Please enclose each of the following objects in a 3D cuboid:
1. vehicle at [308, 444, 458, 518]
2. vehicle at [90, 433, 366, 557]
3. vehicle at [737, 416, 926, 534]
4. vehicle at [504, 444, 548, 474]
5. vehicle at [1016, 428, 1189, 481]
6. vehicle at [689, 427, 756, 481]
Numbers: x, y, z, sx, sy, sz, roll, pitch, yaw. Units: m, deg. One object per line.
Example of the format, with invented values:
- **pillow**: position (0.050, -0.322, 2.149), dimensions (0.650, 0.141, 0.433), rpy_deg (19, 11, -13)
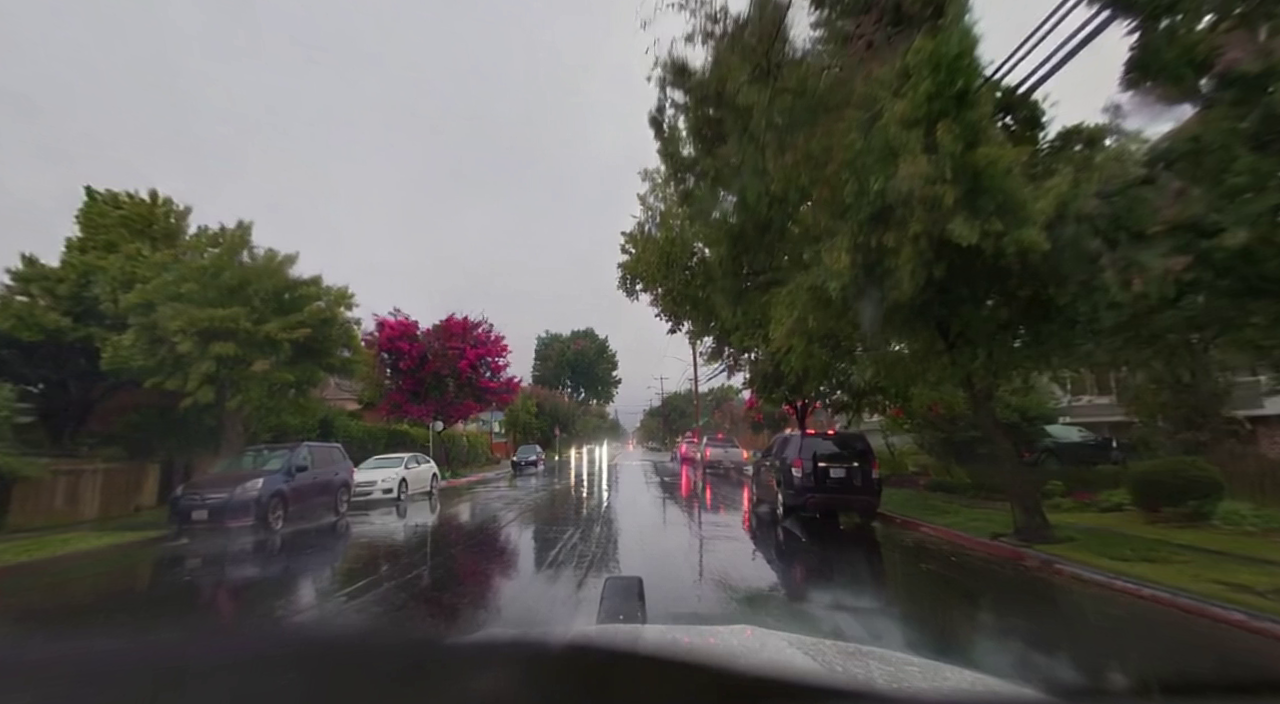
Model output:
- **vehicle**: position (-6.762, 3.456, 17.208), dimensions (2.086, 1.516, 4.568), rpy_deg (-6, -11, 1)
- **vehicle**: position (-7.160, 2.489, 11.797), dimensions (2.058, 1.814, 4.624), rpy_deg (0, -9, -1)
- **vehicle**: position (3.188, 2.156, 11.615), dimensions (2.069, 1.750, 4.294), rpy_deg (0, -9, -1)
- **vehicle**: position (-7.427, 7.078, 41.398), dimensions (1.980, 1.664, 4.342), rpy_deg (-5, -11, 0)
- **vehicle**: position (15.958, 3.580, 21.978), dimensions (4.369, 1.469, 1.924), rpy_deg (-3, -11, 0)
- **vehicle**: position (3.402, 4.360, 27.276), dimensions (2.111, 2.054, 5.748), rpy_deg (0, -9, 0)
